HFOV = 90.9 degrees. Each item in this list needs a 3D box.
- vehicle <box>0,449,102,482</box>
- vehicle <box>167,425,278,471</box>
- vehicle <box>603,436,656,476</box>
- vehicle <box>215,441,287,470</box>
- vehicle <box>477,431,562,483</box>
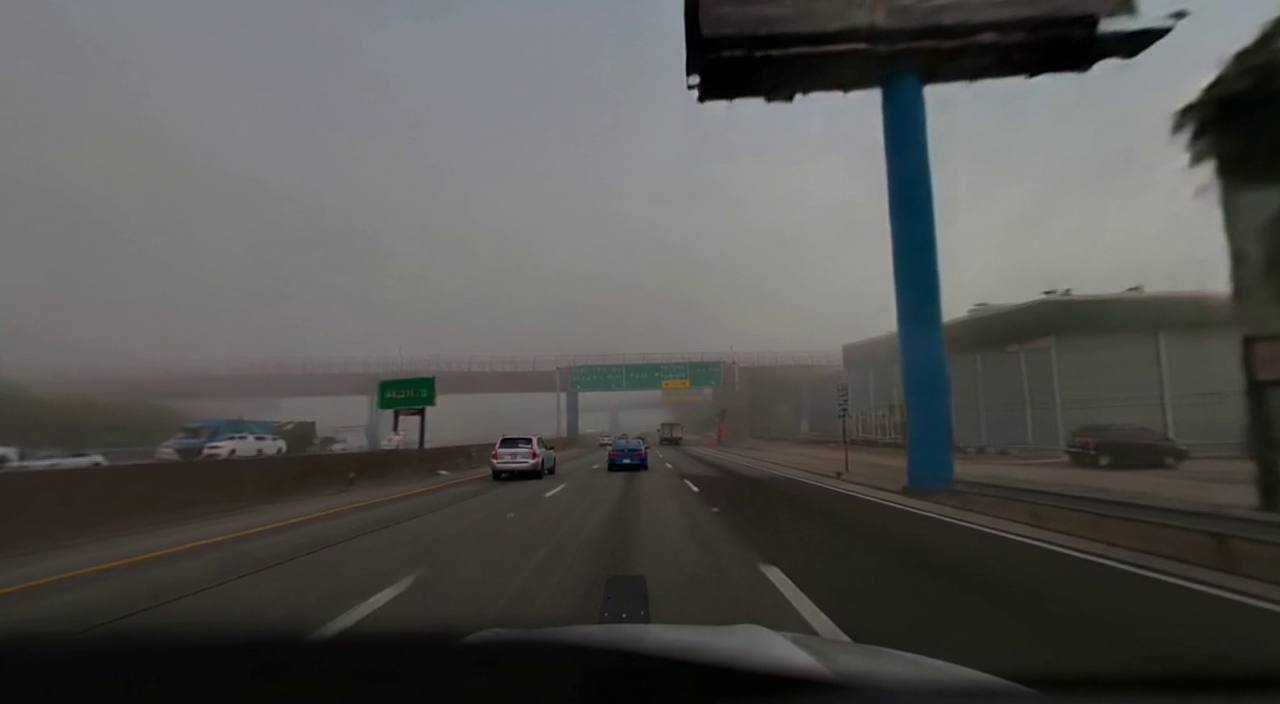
[{"bbox_3d":[-30.222,5.676,31.865,1.817,1.460,4.548,-1,-8,4],"label":"vehicle"},{"bbox_3d":[-32.327,7.491,49.370,2.971,3.275,8.321,0,-8,-1],"label":"vehicle"},{"bbox_3d":[-0.373,4.001,24.509,1.877,1.386,3.872,0,-8,0],"label":"vehicle"},{"bbox_3d":[-28.711,7.641,46.776,2.051,1.965,4.929,0,-8,1],"label":"vehicle"},{"bbox_3d":[-4.001,3.563,21.650,2.064,1.589,4.213,0,-8,0],"label":"vehicle"}]
